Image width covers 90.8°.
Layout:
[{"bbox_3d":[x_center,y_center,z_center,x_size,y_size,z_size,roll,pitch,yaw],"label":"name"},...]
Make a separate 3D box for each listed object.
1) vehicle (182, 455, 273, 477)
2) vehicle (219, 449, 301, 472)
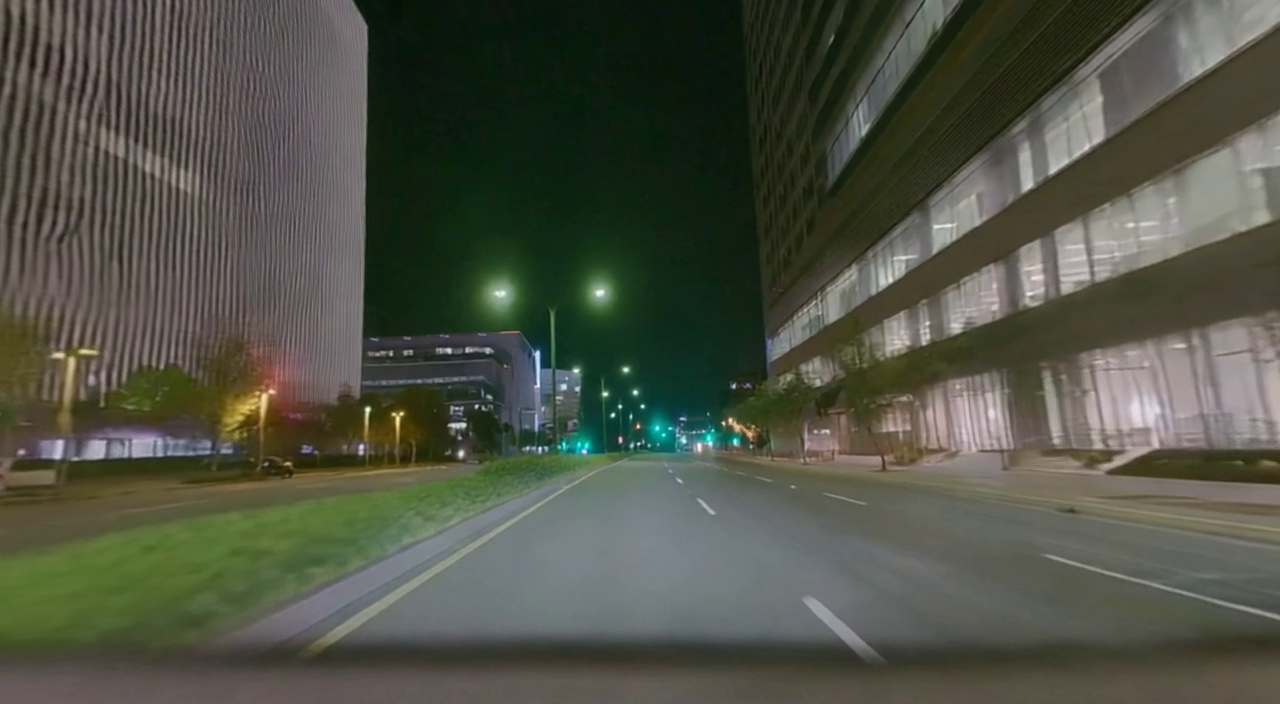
[{"bbox_3d":[-28.168,7.788,43.294,4.783,1.398,1.951,3,-8,-20],"label":"vehicle"},{"bbox_3d":[-28.211,8.097,47.136,4.954,1.628,2.012,4,-9,-24],"label":"vehicle"}]
